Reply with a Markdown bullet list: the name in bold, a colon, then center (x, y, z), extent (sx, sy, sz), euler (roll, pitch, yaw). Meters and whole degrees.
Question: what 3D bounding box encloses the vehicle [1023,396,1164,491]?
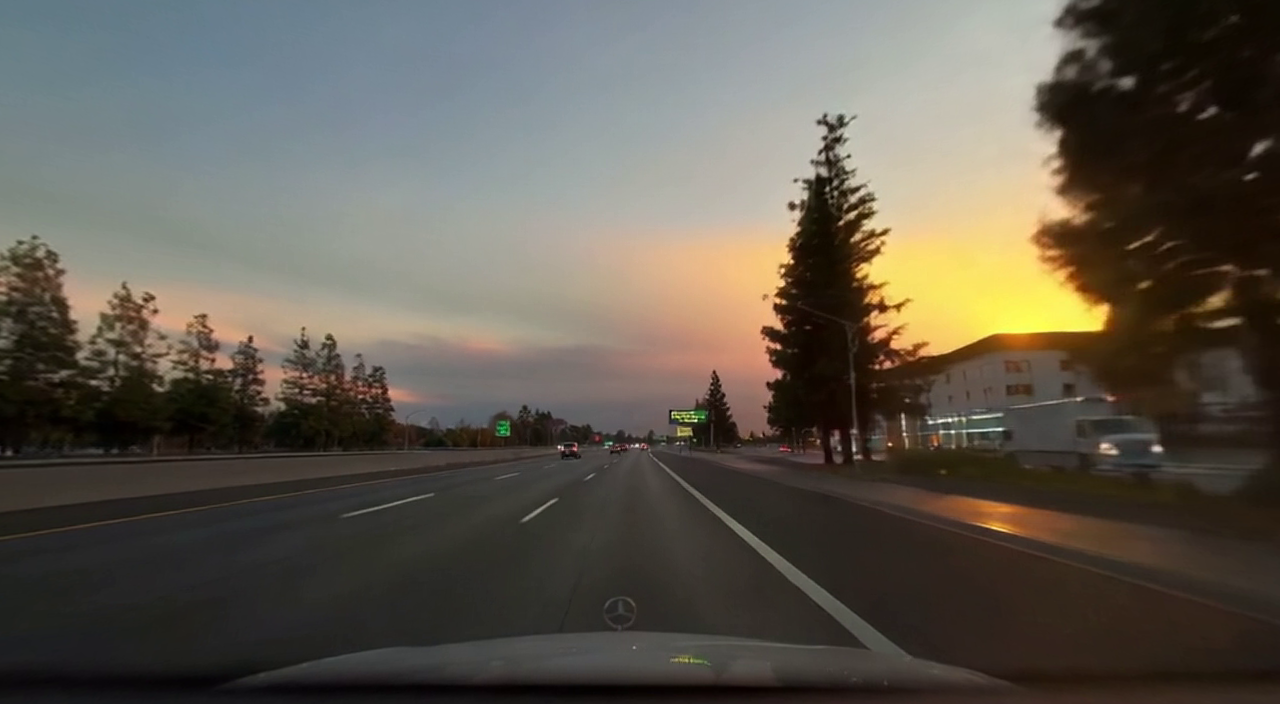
- **vehicle**: center (14.821, 3.005, 20.865), extent (2.312, 2.875, 2.697), euler (0, -8, -6)
